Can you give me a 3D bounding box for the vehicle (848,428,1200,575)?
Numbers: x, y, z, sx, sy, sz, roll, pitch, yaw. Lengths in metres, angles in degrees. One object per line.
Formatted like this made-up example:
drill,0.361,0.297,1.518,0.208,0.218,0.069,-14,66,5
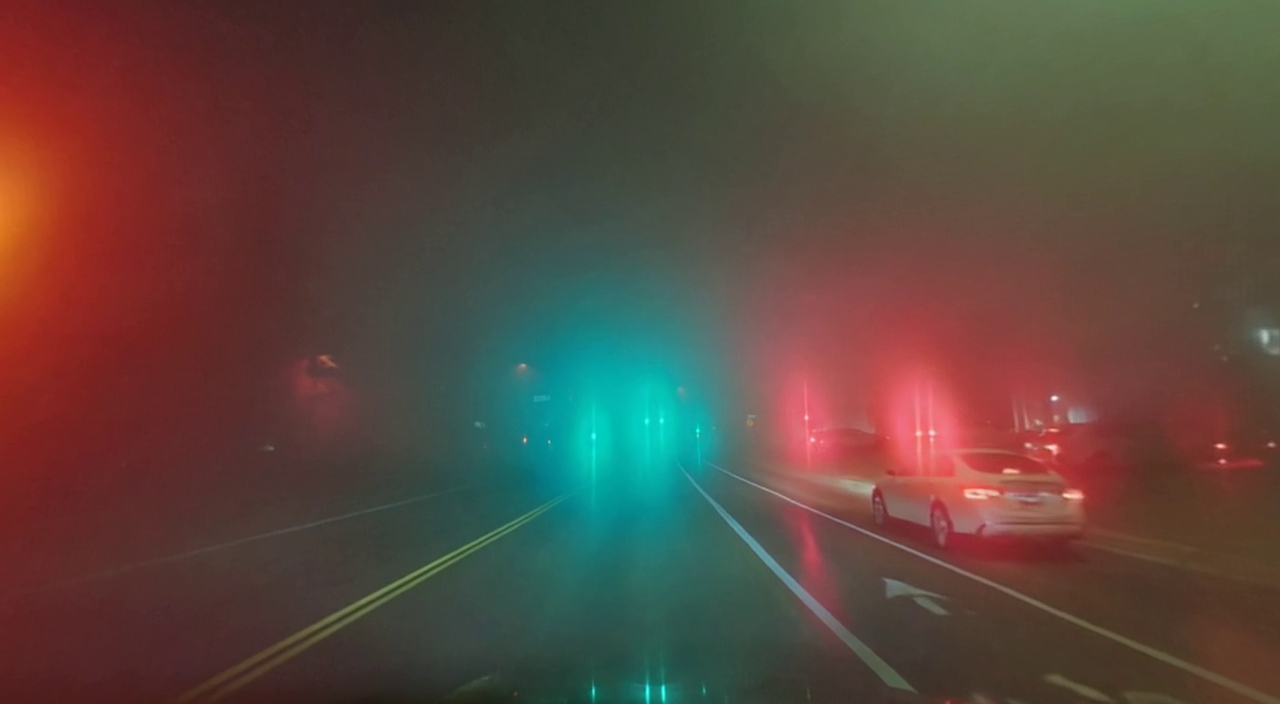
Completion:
vehicle,4.627,1.845,8.707,2.006,1.448,4.671,0,-8,1
